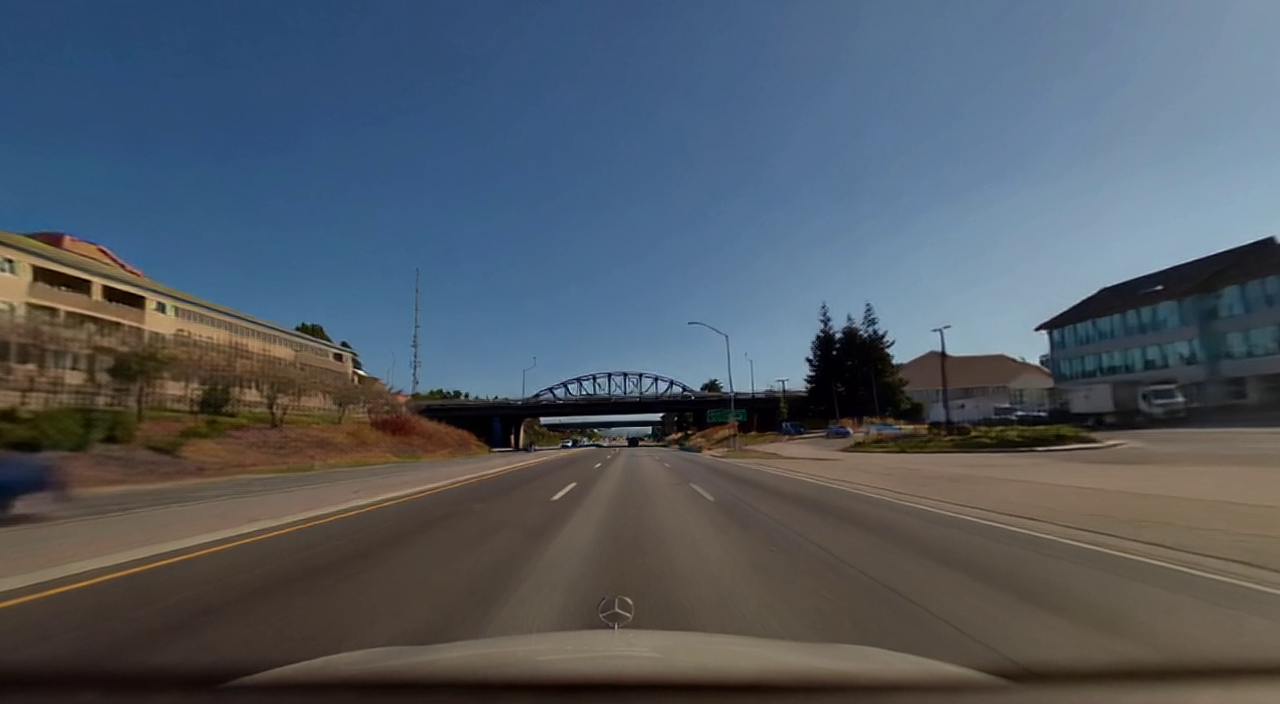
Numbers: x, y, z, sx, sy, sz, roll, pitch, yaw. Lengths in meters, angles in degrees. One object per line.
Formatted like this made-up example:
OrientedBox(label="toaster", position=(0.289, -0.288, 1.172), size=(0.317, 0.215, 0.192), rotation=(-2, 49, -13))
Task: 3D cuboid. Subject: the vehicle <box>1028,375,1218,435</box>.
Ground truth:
OrientedBox(label="vehicle", position=(33.087, 3.999, 44.341), size=(2.930, 3.454, 12.572), rotation=(-3, -8, -2))
